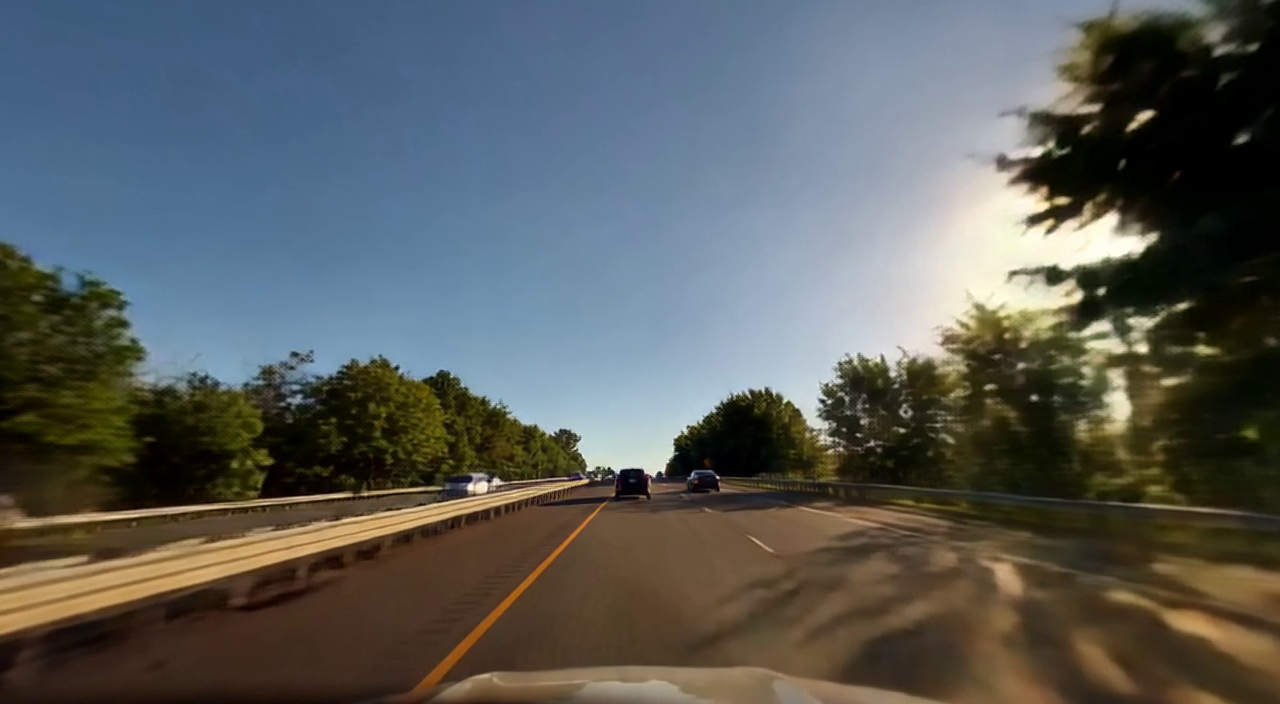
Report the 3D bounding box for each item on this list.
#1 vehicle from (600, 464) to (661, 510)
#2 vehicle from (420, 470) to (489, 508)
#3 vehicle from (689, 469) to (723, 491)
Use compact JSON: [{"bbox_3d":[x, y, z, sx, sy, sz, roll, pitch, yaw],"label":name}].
[{"bbox_3d":[-0.335,4.884,23.043,2.060,1.473,3.726,1,-10,-1],"label":"vehicle"},{"bbox_3d":[-7.908,5.848,27.205,1.780,1.447,3.670,1,-10,1],"label":"vehicle"},{"bbox_3d":[4.703,9.210,45.605,1.974,1.476,4.119,1,-10,0],"label":"vehicle"}]
